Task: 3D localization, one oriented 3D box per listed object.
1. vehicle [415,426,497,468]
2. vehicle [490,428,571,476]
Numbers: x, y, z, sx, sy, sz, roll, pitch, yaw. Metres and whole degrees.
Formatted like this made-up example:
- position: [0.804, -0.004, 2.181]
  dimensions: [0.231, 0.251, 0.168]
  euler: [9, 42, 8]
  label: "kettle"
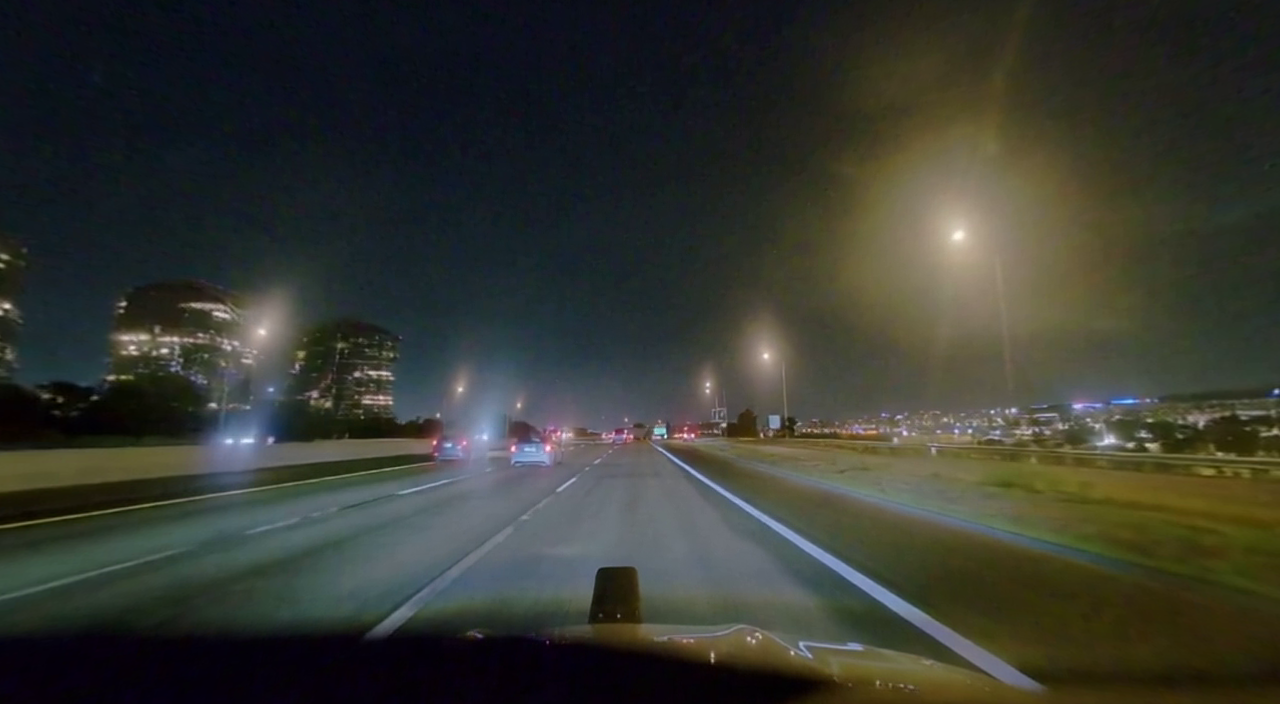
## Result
- position: [-7.412, 3.861, 25.832]
  dimensions: [1.985, 1.575, 4.453]
  euler: [0, -8, 1]
  label: "vehicle"
- position: [-3.746, 3.502, 22.345]
  dimensions: [1.996, 1.490, 4.571]
  euler: [0, -8, 1]
  label: "vehicle"
